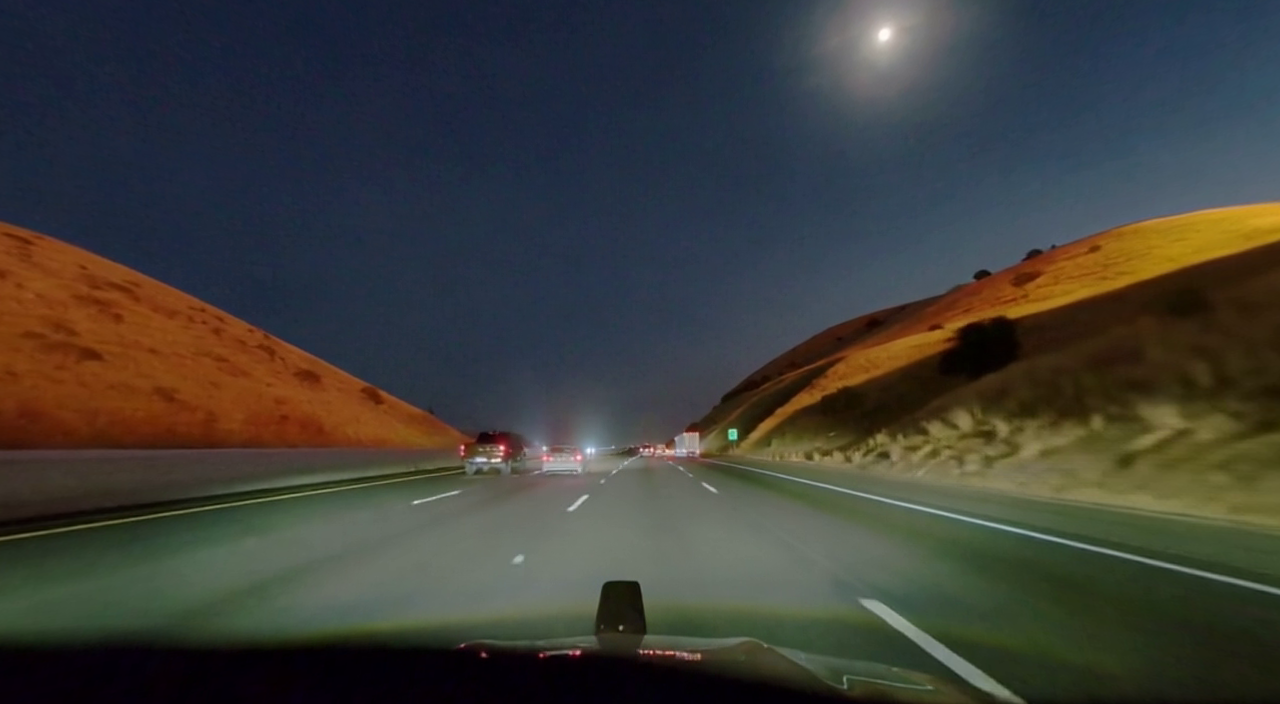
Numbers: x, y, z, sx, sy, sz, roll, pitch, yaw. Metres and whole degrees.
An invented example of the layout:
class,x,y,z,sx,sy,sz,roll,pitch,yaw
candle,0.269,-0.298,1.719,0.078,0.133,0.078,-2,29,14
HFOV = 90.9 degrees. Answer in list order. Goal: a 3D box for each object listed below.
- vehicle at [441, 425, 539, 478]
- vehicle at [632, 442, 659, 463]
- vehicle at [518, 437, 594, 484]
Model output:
class,x,y,z,sx,sy,sz,roll,pitch,yaw
vehicle,-6.445,4.404,28.137,2.589,2.063,6.206,0,-8,2
vehicle,0.454,7.755,48.852,2.031,1.566,3.904,0,-8,1
vehicle,-2.971,3.967,23.347,2.091,1.552,4.516,0,-8,1
